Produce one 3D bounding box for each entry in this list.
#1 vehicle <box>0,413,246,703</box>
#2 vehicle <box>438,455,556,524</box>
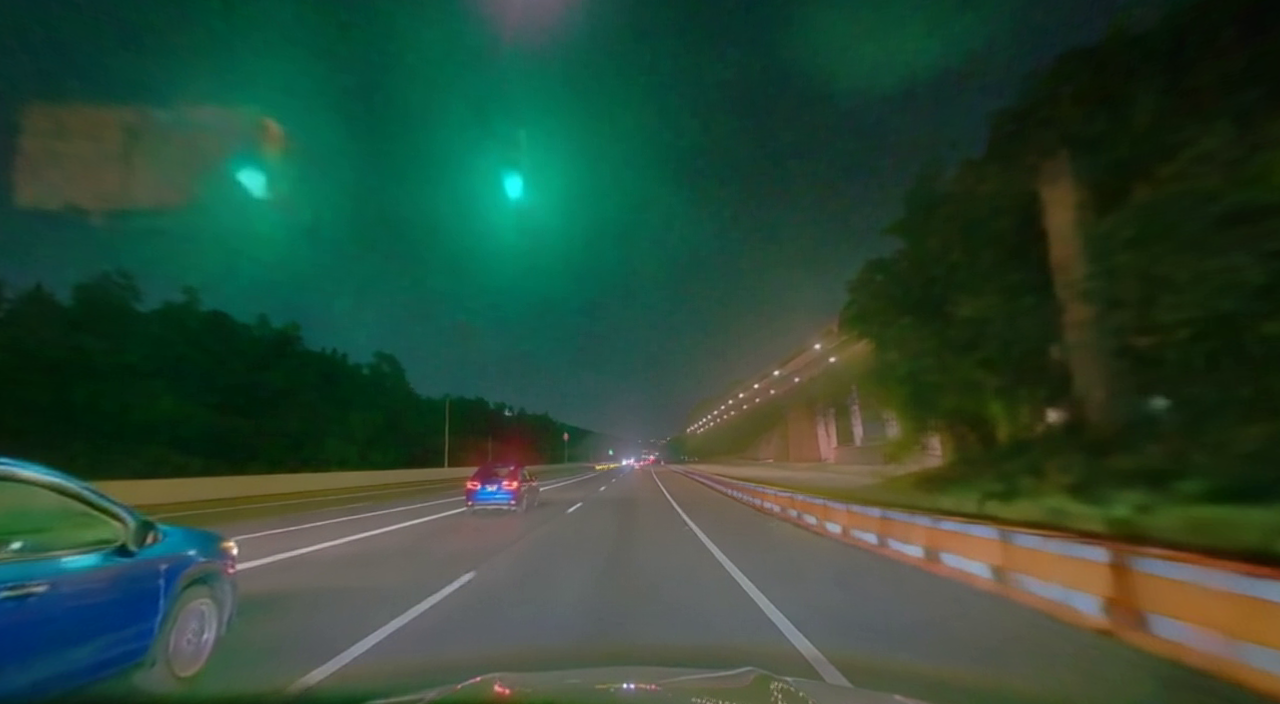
[{"bbox_3d":[-3.684,0.829,1.658,2.023,1.507,5.082,1,-10,0],"label":"vehicle"},{"bbox_3d":[-3.395,3.361,15.735,1.992,1.466,3.690,1,-10,1],"label":"vehicle"}]
